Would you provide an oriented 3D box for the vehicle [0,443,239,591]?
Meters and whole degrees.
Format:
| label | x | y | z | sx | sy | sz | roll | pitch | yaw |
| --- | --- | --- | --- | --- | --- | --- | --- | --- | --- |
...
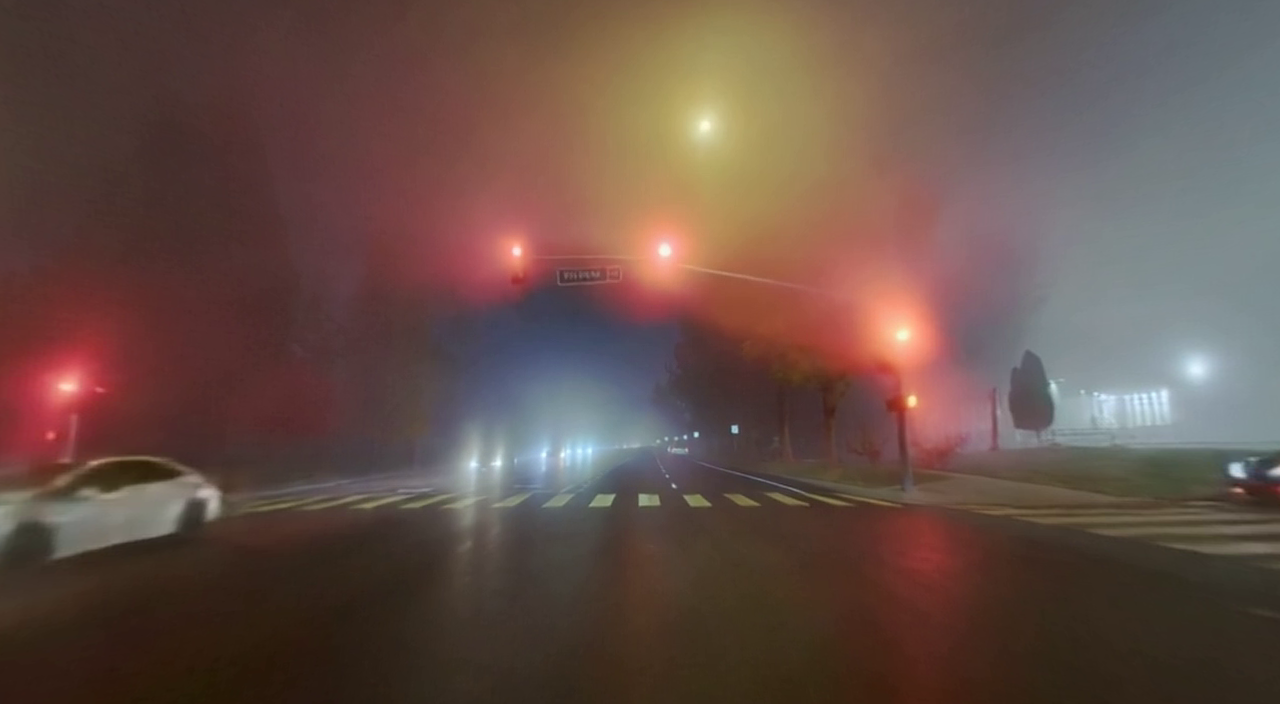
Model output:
| label | x | y | z | sx | sy | sz | roll | pitch | yaw |
| --- | --- | --- | --- | --- | --- | --- | --- | --- | --- |
| vehicle | -7.610 | 1.959 | 8.192 | 1.974 | 1.521 | 4.197 | 0 | -8 | 1 |

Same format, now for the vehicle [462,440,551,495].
| label | x | y | z | sx | sy | sz | roll | pitch | yaw |
| --- | --- | --- | --- | --- | --- | --- | --- | --- | --- |
| vehicle | -4.546 | 3.975 | 22.147 | 2.070 | 1.481 | 4.266 | -5 | -7 | 1 |
